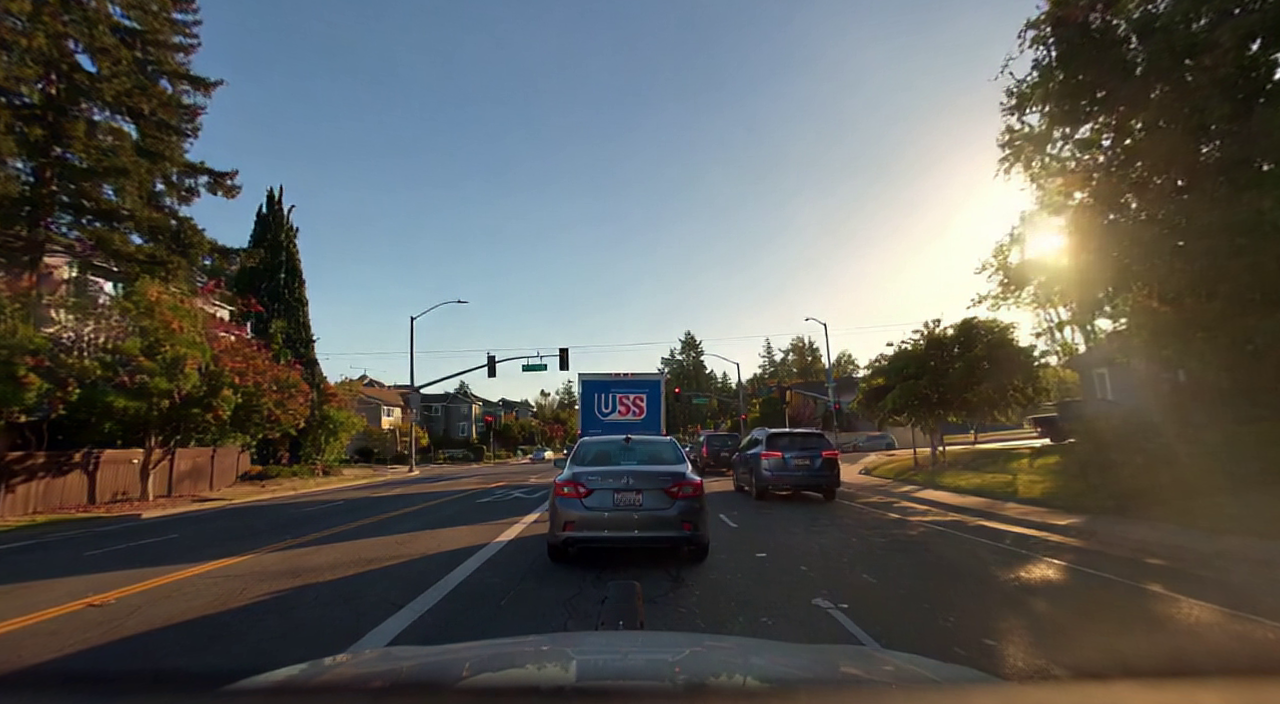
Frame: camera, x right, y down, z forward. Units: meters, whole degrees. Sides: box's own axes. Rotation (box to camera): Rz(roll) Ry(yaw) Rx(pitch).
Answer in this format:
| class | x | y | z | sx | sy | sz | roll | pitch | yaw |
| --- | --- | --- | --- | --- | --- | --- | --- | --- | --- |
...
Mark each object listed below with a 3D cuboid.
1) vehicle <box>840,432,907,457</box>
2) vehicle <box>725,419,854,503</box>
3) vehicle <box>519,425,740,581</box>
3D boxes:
| class | x | y | z | sx | sy | sz | roll | pitch | yaw |
| --- | --- | --- | --- | --- | --- | --- | --- | --- | --- |
| vehicle | 16.704 | 6.627 | 45.252 | 4.033 | 1.778 | 2.015 | 2 | -9 | -15 |
| vehicle | 3.625 | 2.747 | 16.311 | 2.145 | 1.847 | 4.524 | 0 | -8 | -1 |
| vehicle | -0.149 | 1.775 | 8.291 | 2.135 | 1.483 | 4.207 | 0 | -8 | -1 |
